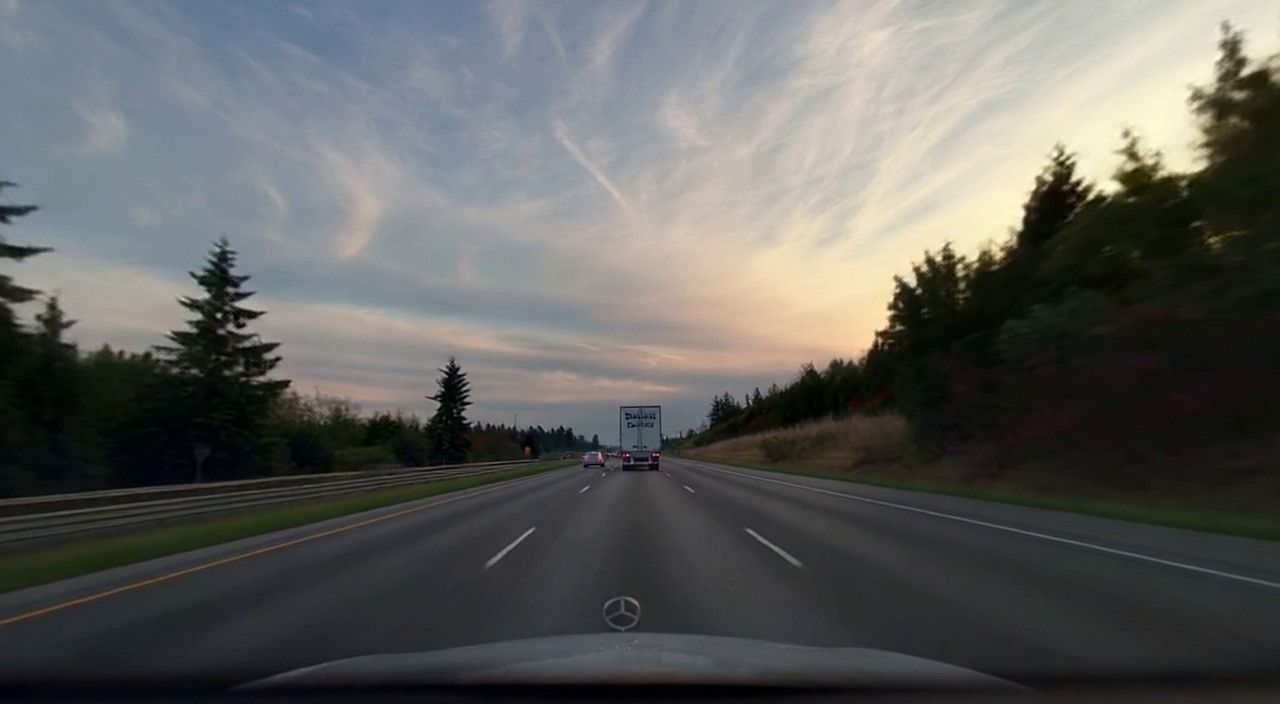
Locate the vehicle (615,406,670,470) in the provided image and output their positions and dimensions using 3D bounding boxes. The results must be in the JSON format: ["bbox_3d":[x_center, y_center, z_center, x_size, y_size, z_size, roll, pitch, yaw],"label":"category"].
[{"bbox_3d":[0.143,6.840,48.949,3.537,4.071,17.399,0,-9,0],"label":"vehicle"}]
